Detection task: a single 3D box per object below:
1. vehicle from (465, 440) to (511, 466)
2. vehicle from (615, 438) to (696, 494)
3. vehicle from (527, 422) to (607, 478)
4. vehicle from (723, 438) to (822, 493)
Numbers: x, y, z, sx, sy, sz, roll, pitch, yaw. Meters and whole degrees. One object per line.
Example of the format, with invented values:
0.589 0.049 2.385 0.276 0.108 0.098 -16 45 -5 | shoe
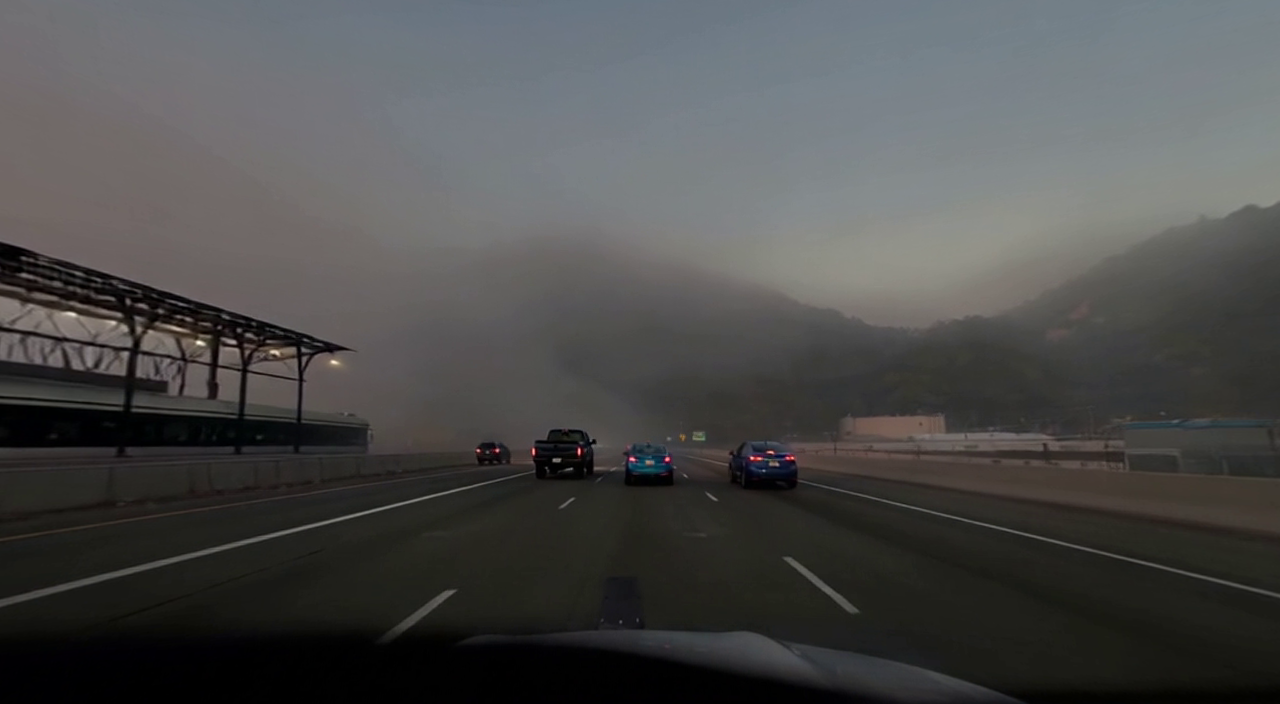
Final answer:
-10.763 7.188 44.947 2.137 1.728 4.665 0 -9 1 | vehicle
0.396 3.396 19.095 2.171 1.493 4.081 0 -9 -1 | vehicle
-3.077 4.409 28.464 2.733 2.230 6.820 0 -9 1 | vehicle
4.015 3.527 19.966 2.023 1.510 4.773 0 -9 -1 | vehicle
